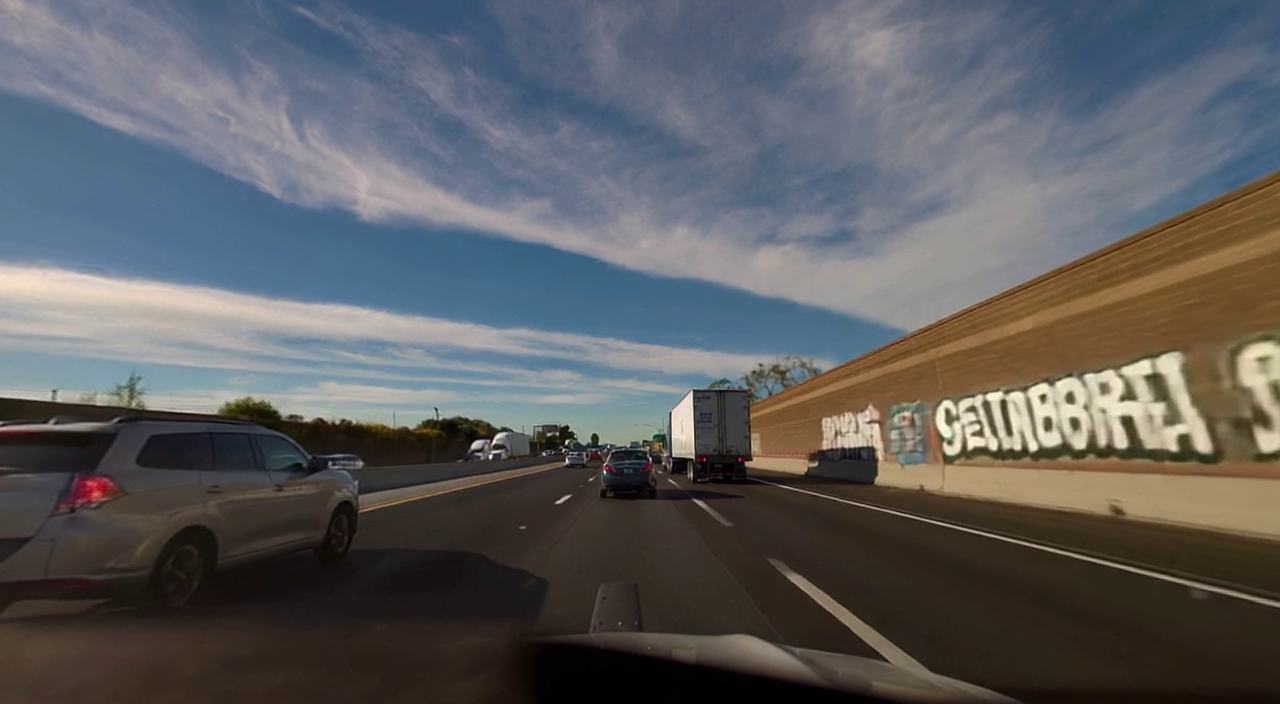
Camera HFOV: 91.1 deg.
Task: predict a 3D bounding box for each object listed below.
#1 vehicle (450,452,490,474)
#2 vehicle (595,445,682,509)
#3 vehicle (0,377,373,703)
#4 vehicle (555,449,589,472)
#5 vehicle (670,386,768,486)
[{"bbox_3d":[-12.350,8.077,45.904,1.840,1.447,3.868,0,-9,0],"label":"vehicle"},{"bbox_3d":[-0.074,3.229,16.727,2.033,1.468,4.015,0,-9,-1],"label":"vehicle"},{"bbox_3d":[-4.401,1.361,5.625,1.988,1.750,4.711,0,-9,-1],"label":"vehicle"},{"bbox_3d":[-4.876,7.837,45.593,2.067,1.481,4.085,0,-9,0],"label":"vehicle"},{"bbox_3d":[3.543,4.477,32.835,2.902,4.014,14.446,0,-9,-1],"label":"vehicle"}]
